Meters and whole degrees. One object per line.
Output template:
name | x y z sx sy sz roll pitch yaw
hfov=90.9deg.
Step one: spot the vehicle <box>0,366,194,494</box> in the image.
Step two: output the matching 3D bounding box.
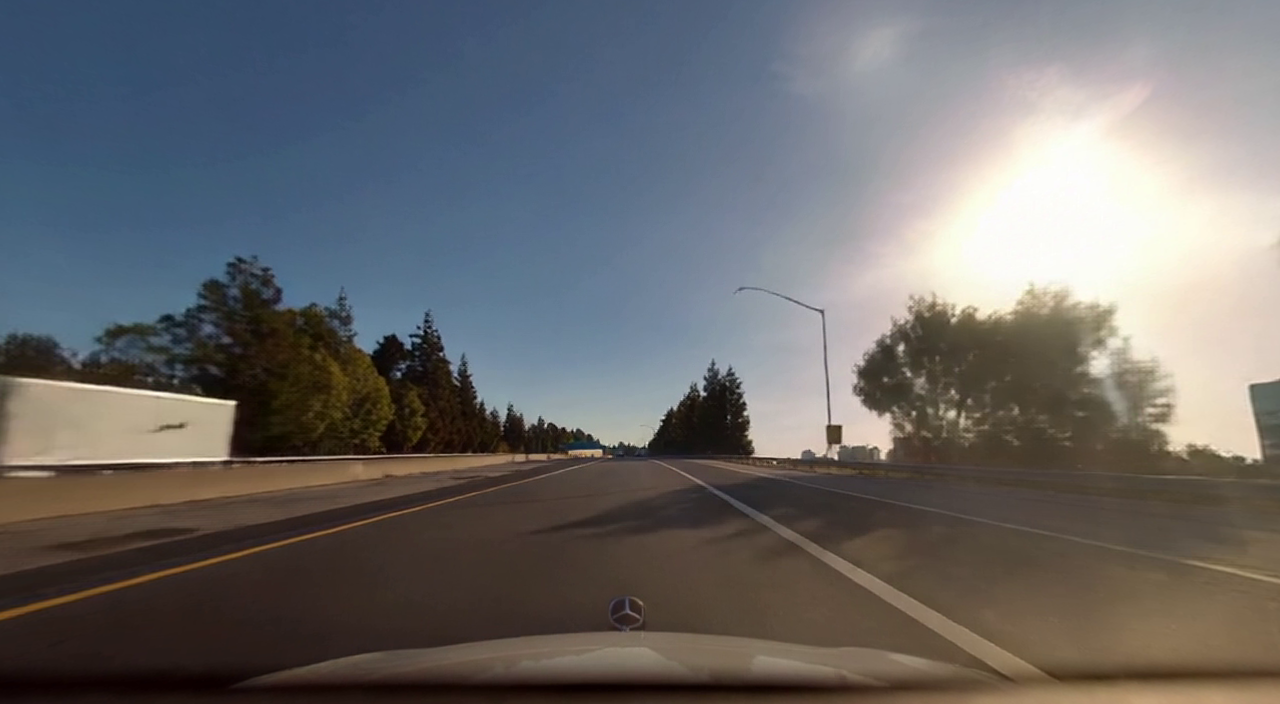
vehicle | -17.203 2.362 18.327 2.685 3.137 7.722 0 -9 0
